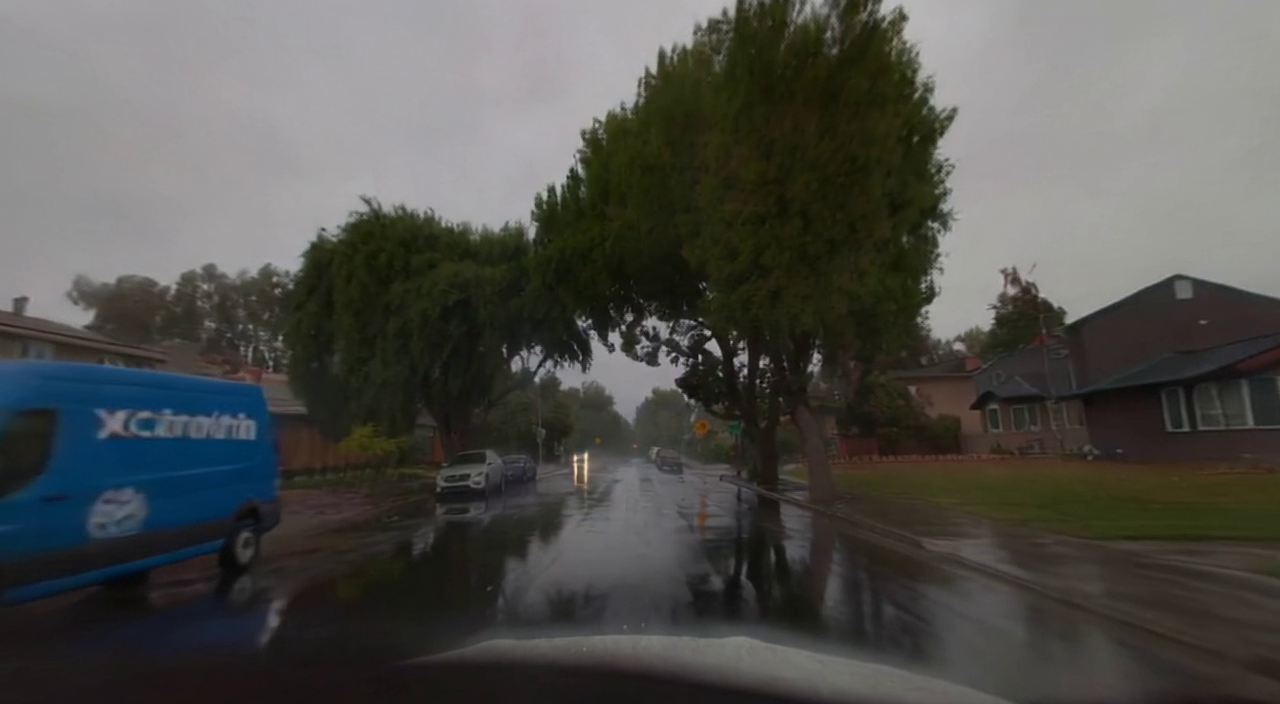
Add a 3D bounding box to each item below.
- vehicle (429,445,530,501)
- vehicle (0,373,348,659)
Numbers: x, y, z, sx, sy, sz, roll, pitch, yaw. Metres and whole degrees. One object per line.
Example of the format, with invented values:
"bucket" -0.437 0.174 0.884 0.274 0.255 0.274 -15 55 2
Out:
"vehicle" -4.988 3.805 20.309 2.038 1.571 4.524 0 -8 0
"vehicle" -5.666 1.518 6.893 2.315 2.008 5.343 0 -8 1
